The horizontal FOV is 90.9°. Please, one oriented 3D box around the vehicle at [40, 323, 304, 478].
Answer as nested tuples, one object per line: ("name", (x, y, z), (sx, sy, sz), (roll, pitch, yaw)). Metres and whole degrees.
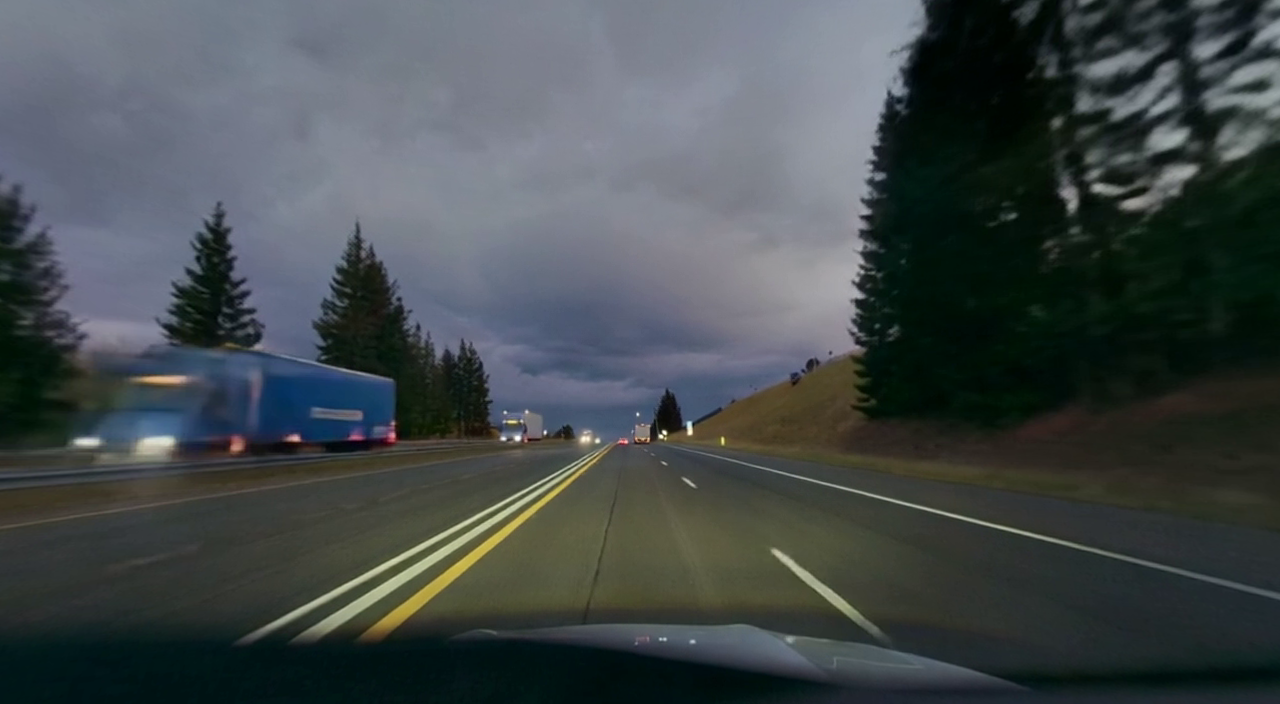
("vehicle", (-13.248, 1.585, 18.792), (3.008, 3.852, 6.229), (0, -8, -1))
